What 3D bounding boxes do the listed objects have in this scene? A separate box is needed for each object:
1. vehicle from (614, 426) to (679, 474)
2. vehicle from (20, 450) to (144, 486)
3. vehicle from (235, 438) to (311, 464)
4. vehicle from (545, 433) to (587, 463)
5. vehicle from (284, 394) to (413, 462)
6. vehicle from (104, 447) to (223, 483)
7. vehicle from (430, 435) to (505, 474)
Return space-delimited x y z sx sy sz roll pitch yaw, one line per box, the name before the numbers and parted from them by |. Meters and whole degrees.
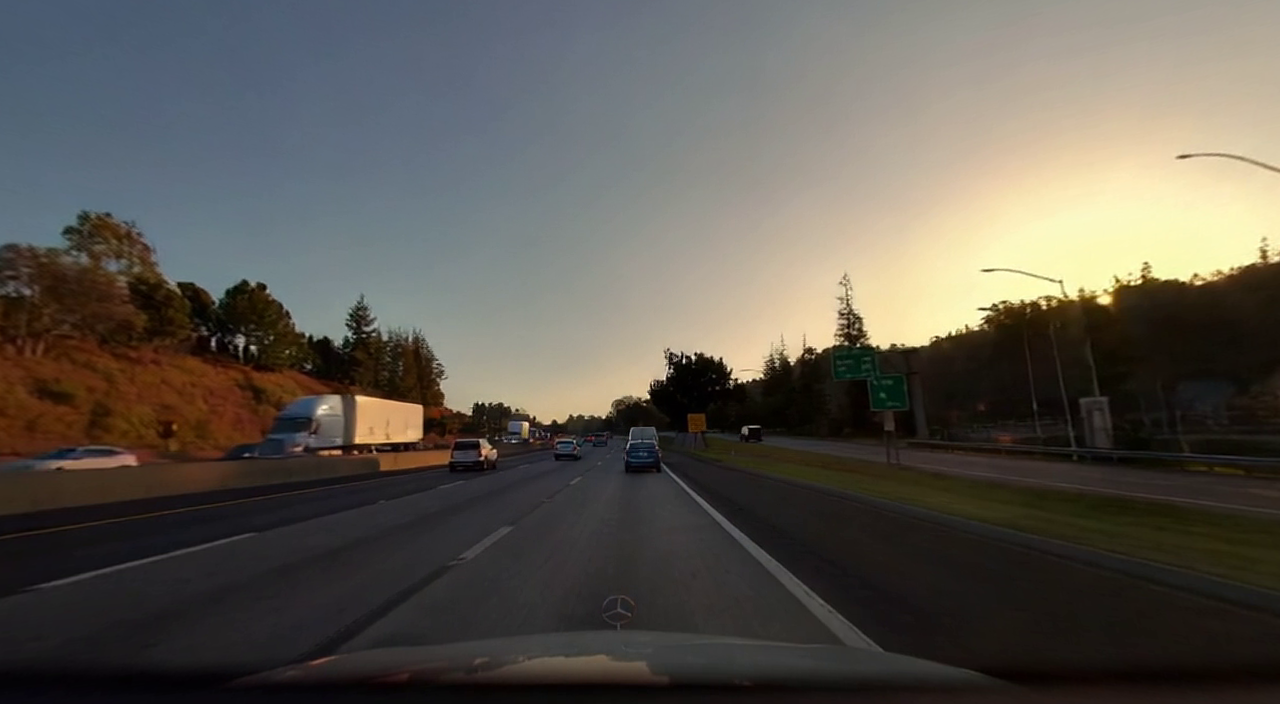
vehicle | 0.184 3.963 25.621 2.378 1.750 4.355 0 -8 -1
vehicle | -25.069 5.191 28.607 1.873 1.435 4.122 0 -8 0
vehicle | -25.401 6.872 43.997 1.861 1.717 5.766 0 -8 -1
vehicle | -4.393 5.792 38.261 2.044 1.717 4.421 0 -8 0
vehicle | -18.099 5.016 40.490 3.029 3.729 11.072 0 -8 -1
vehicle | -21.180 4.994 28.359 1.839 1.455 4.501 0 -8 0
vehicle | -7.890 4.731 29.435 2.195 1.652 4.733 0 -8 0
